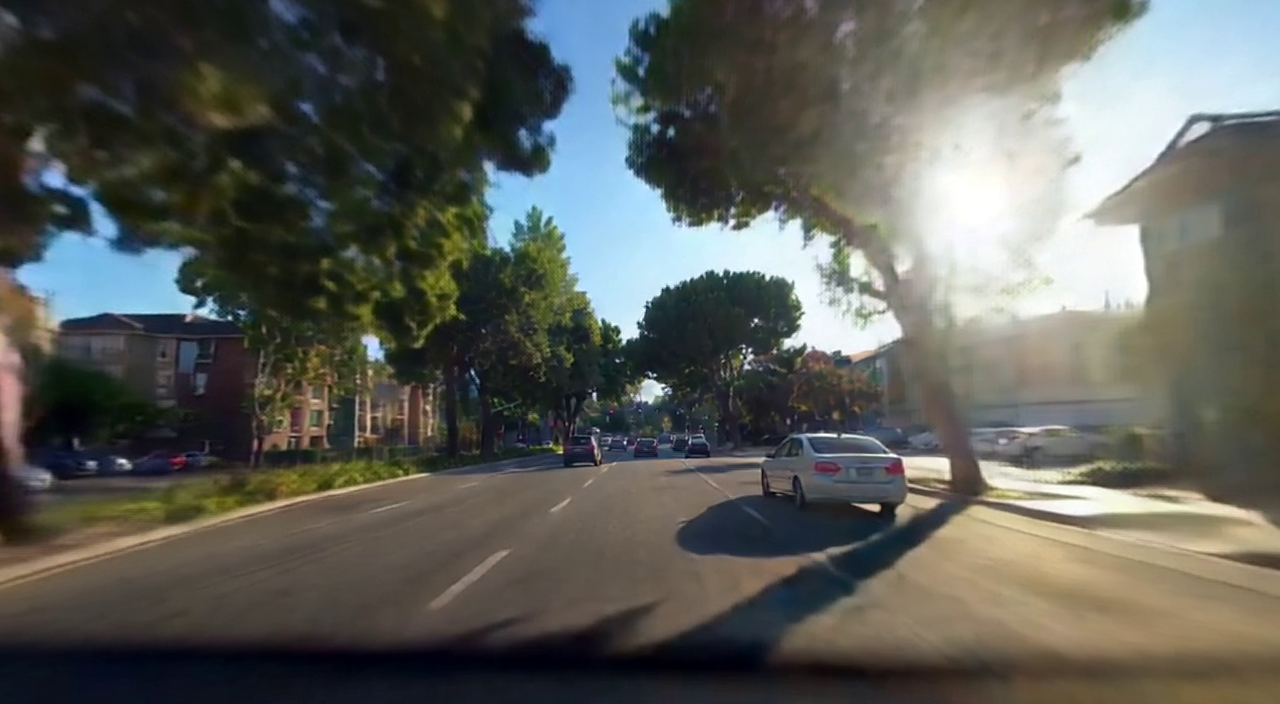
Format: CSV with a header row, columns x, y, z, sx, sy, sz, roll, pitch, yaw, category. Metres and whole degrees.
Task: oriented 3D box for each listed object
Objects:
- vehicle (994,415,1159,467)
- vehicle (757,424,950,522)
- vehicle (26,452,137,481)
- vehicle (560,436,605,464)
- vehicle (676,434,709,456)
x,y,z,sx,sy,sz,roll,pitch,yaw,category
15.748,3.257,22.953,4.410,1.795,2.078,0,-9,-1,vehicle
3.730,2.217,12.092,2.128,1.502,4.572,0,-9,1,vehicle
-31.044,6.325,35.108,2.067,1.497,4.306,-8,-12,42,vehicle
-3.190,5.592,35.987,2.049,1.485,4.656,0,-8,1,vehicle
4.026,7.235,49.034,2.137,1.646,4.488,0,-9,0,vehicle
